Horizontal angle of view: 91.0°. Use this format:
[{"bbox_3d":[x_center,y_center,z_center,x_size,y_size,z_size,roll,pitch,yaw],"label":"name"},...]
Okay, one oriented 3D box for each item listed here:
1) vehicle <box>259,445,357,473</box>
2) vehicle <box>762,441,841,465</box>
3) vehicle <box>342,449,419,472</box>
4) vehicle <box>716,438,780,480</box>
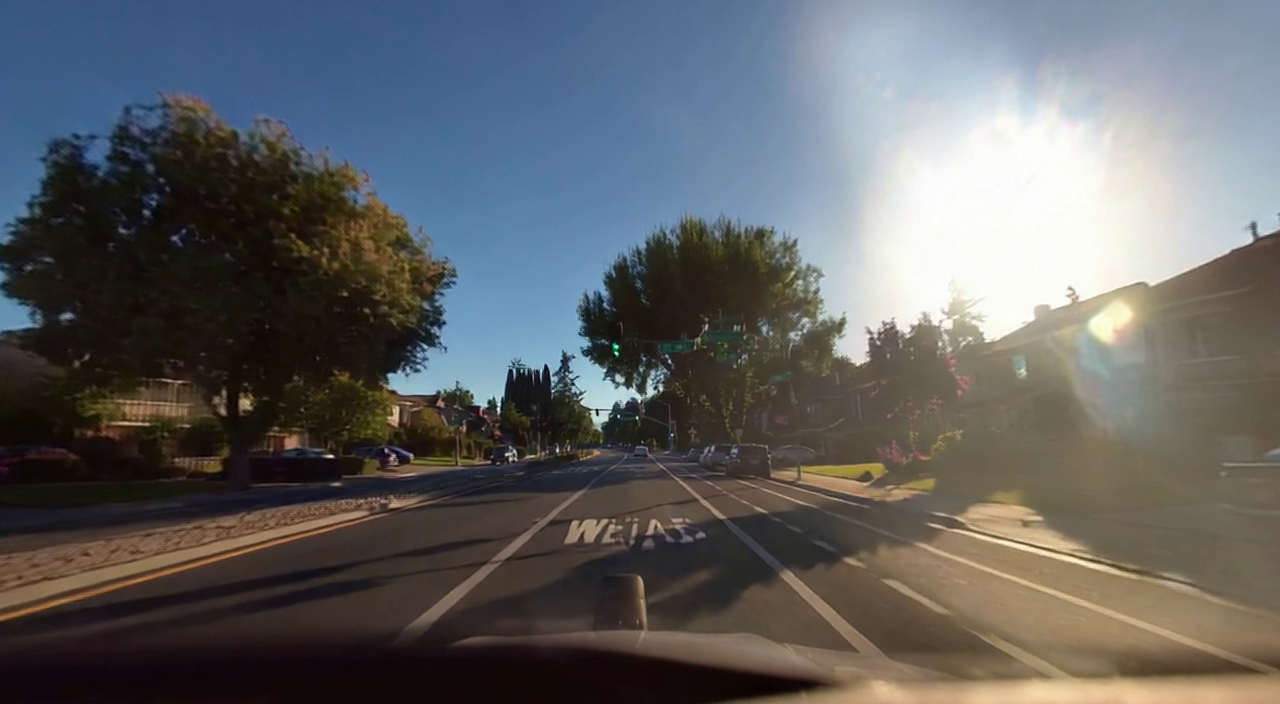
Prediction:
[{"bbox_3d":[-18.235,5.899,34.728,4.355,1.482,1.794,0,-9,0],"label":"vehicle"},{"bbox_3d":[11.111,6.976,43.527,4.875,1.609,1.954,0,-9,1],"label":"vehicle"},{"bbox_3d":[-17.685,7.398,43.037,4.349,1.457,1.997,1,-8,-2],"label":"vehicle"},{"bbox_3d":[5.181,5.210,30.811,2.164,1.729,4.488,4,-9,-1],"label":"vehicle"}]
